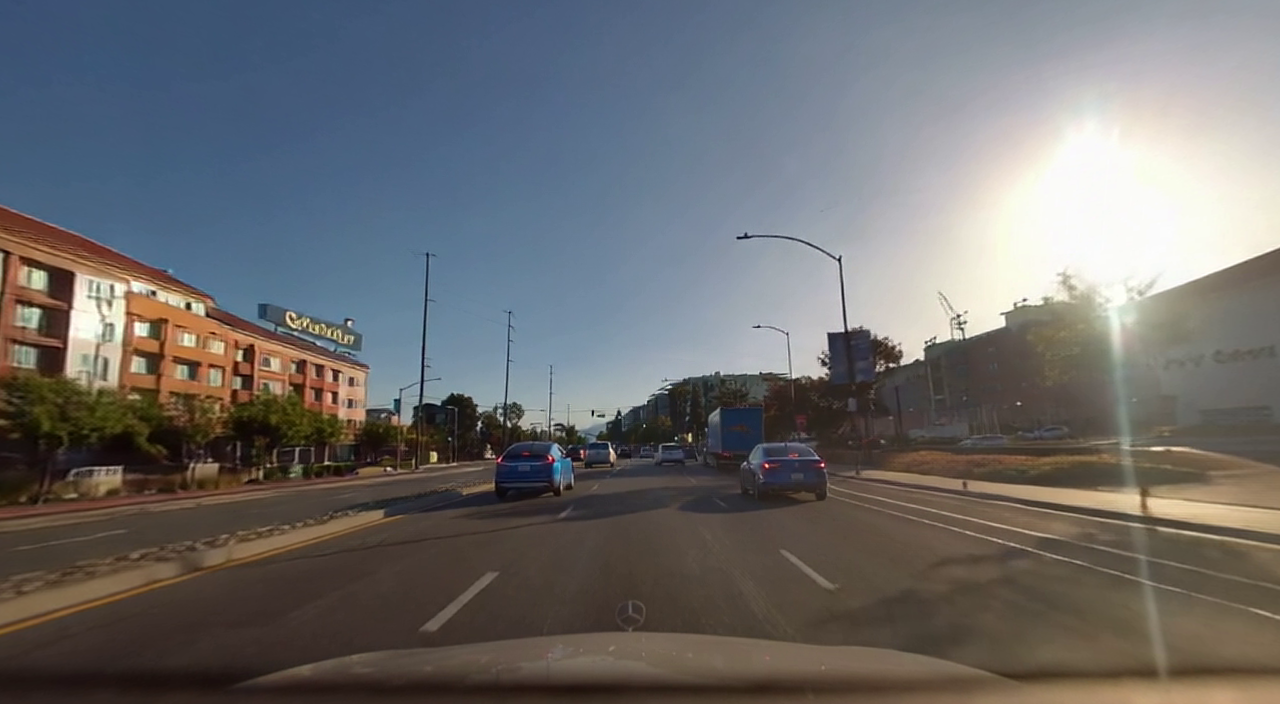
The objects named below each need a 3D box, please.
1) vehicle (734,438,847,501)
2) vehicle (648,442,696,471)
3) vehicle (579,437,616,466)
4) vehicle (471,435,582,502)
[{"bbox_3d":[3.818,3.048,16.817,1.972,1.452,4.189,0,-8,0],"label":"vehicle"},{"bbox_3d":[1.639,5.609,34.030,2.020,1.461,4.326,1,-8,-5],"label":"vehicle"},{"bbox_3d":[-2.757,6.668,42.312,2.137,1.796,4.304,0,-8,1],"label":"vehicle"},{"bbox_3d":[-2.819,3.014,16.762,2.003,1.509,4.396,0,-8,2],"label":"vehicle"}]
